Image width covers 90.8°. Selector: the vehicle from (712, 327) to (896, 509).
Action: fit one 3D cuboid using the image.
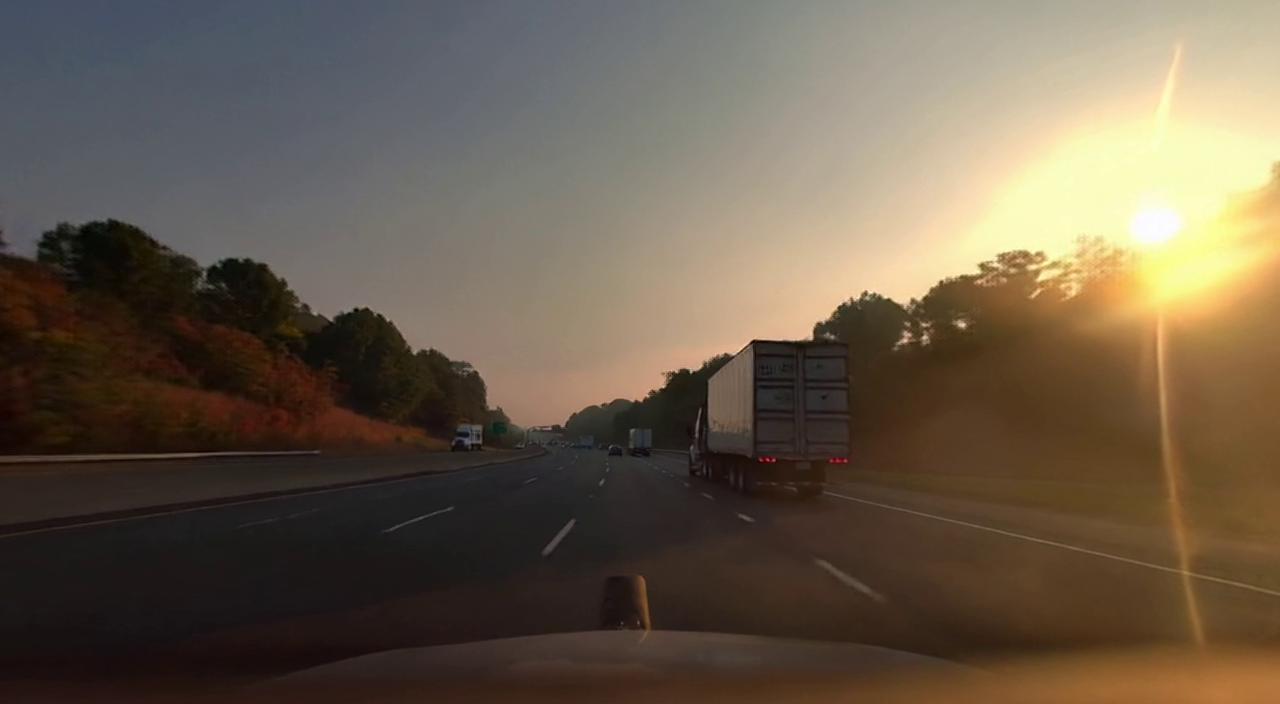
[{"bbox_3d":[4.104,2.082,18.247,2.826,4.035,8.369,0,-9,-1],"label":"vehicle"}]
